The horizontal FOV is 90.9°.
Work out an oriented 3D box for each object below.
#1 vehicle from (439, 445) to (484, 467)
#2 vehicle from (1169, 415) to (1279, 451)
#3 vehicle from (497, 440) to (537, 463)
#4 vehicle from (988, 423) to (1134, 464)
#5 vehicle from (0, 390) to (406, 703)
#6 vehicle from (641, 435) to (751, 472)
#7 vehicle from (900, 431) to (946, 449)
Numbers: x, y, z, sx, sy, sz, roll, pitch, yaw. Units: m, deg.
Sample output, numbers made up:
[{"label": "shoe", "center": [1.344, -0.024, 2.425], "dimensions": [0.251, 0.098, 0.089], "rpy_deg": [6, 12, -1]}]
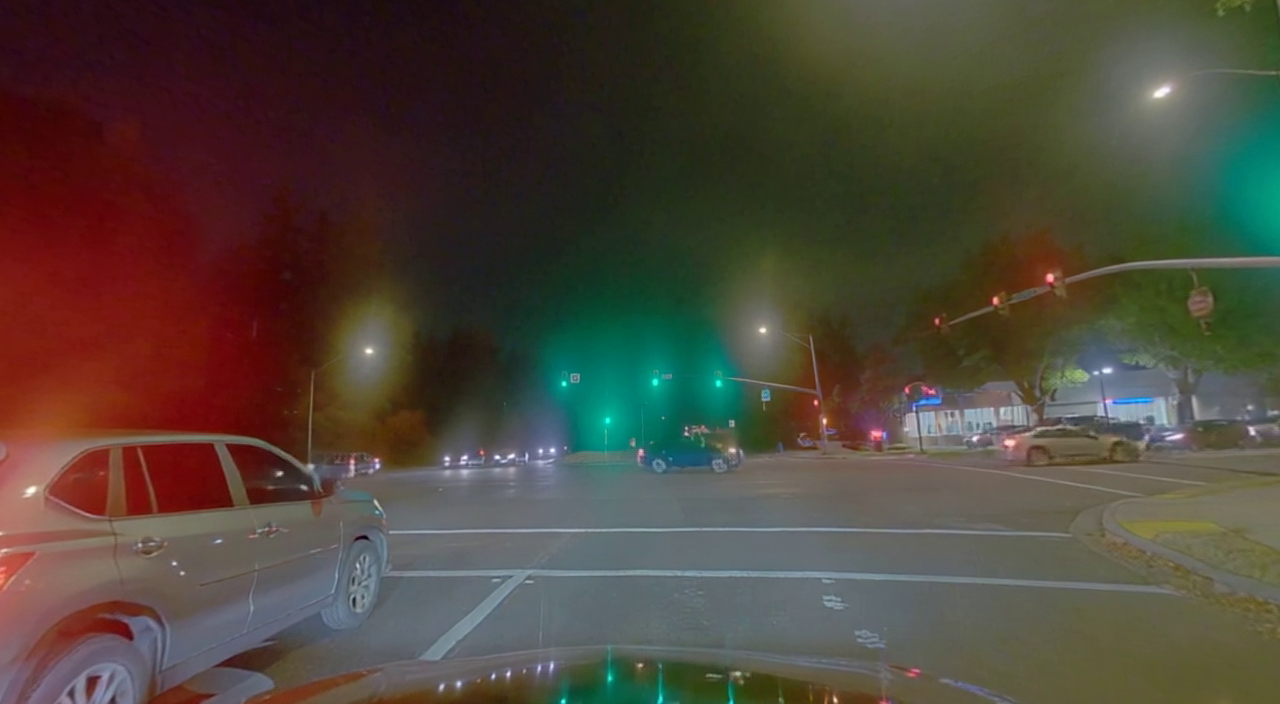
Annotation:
[{"label": "vehicle", "center": [-13.457, 7.865, 47.699], "dimensions": [1.935, 1.554, 3.995], "rpy_deg": [-1, -8, 5]}, {"label": "vehicle", "center": [26.832, 3.656, 28.422], "dimensions": [4.240, 1.540, 1.944], "rpy_deg": [1, -9, -4]}, {"label": "vehicle", "center": [-9.630, 7.836, 49.767], "dimensions": [1.905, 1.724, 4.449], "rpy_deg": [-1, -8, 5]}, {"label": "vehicle", "center": [16.309, 3.578, 24.611], "dimensions": [4.180, 1.478, 1.986], "rpy_deg": [-1, -9, 6]}, {"label": "vehicle", "center": [-2.946, 0.992, 2.785], "dimensions": [1.924, 1.482, 4.734], "rpy_deg": [0, -8, 1]}, {"label": "vehicle", "center": [2.356, 4.358, 27.169], "dimensions": [4.364, 1.450, 1.841], "rpy_deg": [-6, -10, 34]}, {"label": "vehicle", "center": [22.443, 6.988, 49.887], "dimensions": [1.930, 1.410, 4.313], "rpy_deg": [-8, -12, 43]}]
